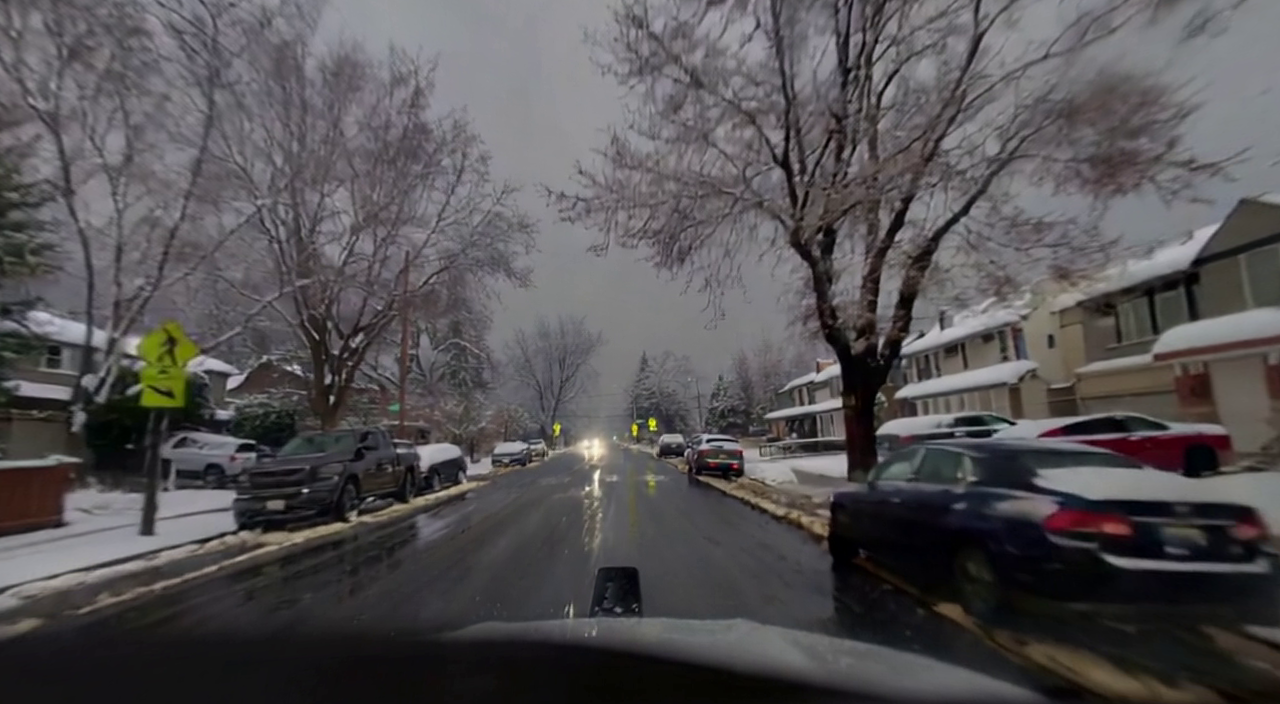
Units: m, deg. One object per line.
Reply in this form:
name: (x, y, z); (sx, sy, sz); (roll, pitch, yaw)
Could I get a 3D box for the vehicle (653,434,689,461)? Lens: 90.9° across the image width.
vehicle: (1.968, 6.244, 41.270); (1.997, 1.663, 4.544); (-1, -8, -1)

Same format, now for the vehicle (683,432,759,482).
vehicle: (2.782, 3.722, 22.841); (1.875, 1.568, 4.899); (0, -7, -3)

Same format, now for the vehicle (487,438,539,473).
vehicle: (-6.490, 5.315, 32.795); (1.972, 1.502, 5.530); (0, -7, -5)

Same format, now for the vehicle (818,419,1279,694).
vehicle: (3.485, 1.428, 5.857); (1.972, 1.492, 4.506); (0, -7, -5)

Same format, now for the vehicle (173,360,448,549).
vehicle: (-5.674, 1.868, 12.145); (2.270, 2.706, 5.871); (0, -8, -2)
